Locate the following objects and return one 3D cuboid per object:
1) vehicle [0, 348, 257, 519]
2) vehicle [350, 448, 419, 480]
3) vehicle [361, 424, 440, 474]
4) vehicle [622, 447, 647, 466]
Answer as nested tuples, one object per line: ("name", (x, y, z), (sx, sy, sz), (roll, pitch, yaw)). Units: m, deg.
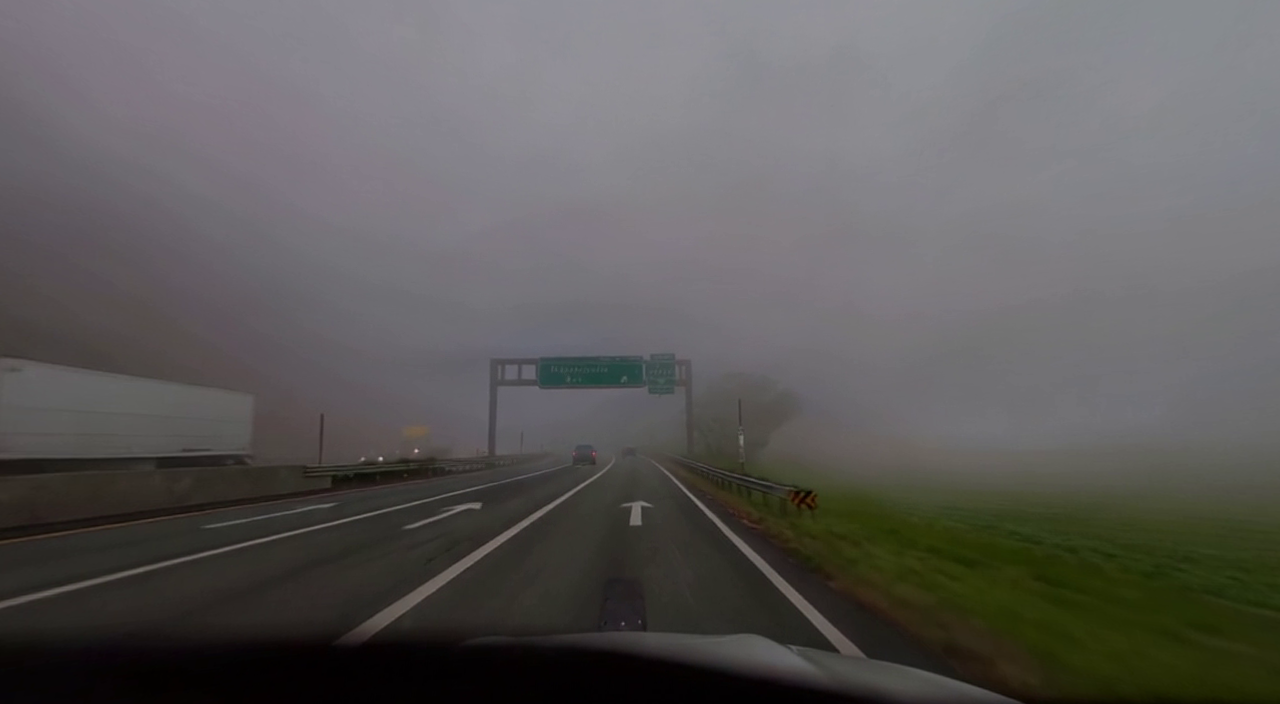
("vehicle", (-14.960, 2.257, 16.724), (2.988, 3.568, 10.170), (0, -9, 1))
("vehicle", (-14.808, 6.504, 36.888), (2.144, 1.764, 4.730), (0, -9, -1))
("vehicle", (-18.797, 7.549, 49.025), (3.061, 3.490, 8.999), (7, -11, -37))
("vehicle", (-0.396, 8.300, 49.955), (1.807, 1.427, 3.645), (-1, -9, 2))
